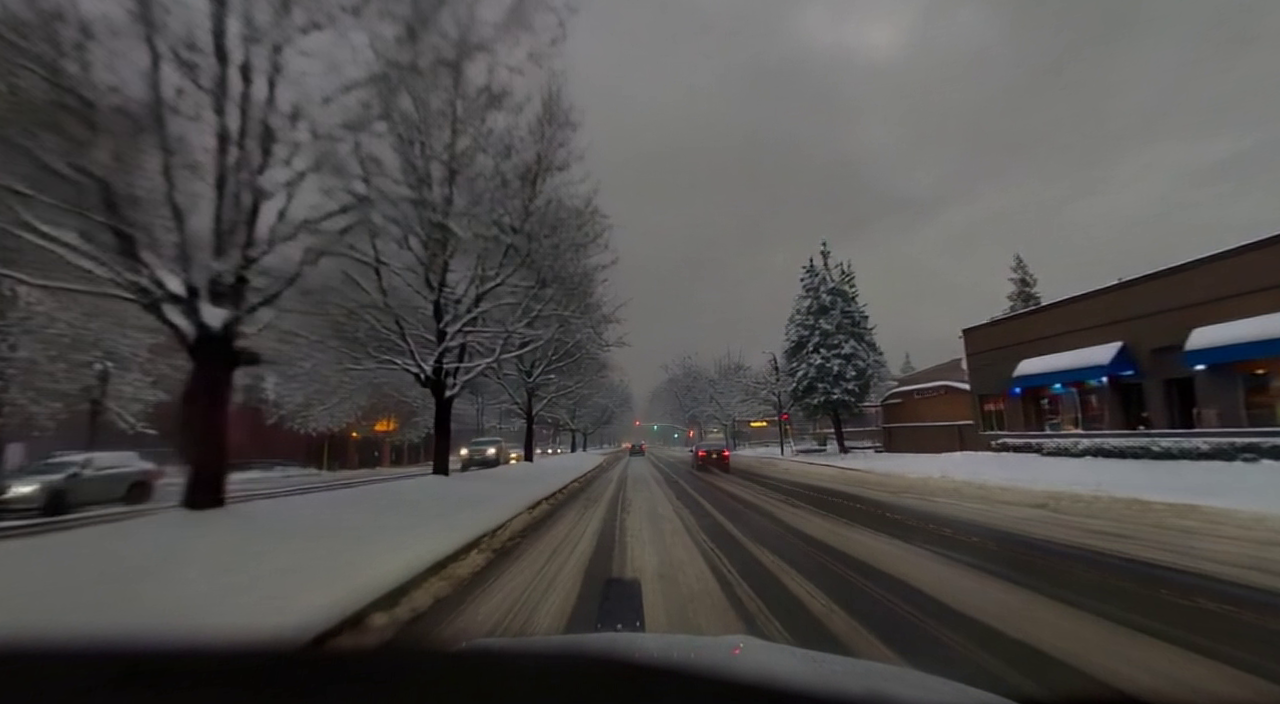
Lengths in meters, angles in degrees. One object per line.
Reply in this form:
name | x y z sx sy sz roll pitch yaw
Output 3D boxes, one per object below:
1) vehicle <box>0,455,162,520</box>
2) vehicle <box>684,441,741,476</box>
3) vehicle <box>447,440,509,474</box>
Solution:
vehicle | -15.676 3.524 17.005 2.000 1.452 4.469 0 -9 2
vehicle | 3.255 4.885 29.151 1.983 1.482 4.463 0 -9 -1
vehicle | -8.744 5.701 34.592 2.157 1.720 4.563 0 -9 1
